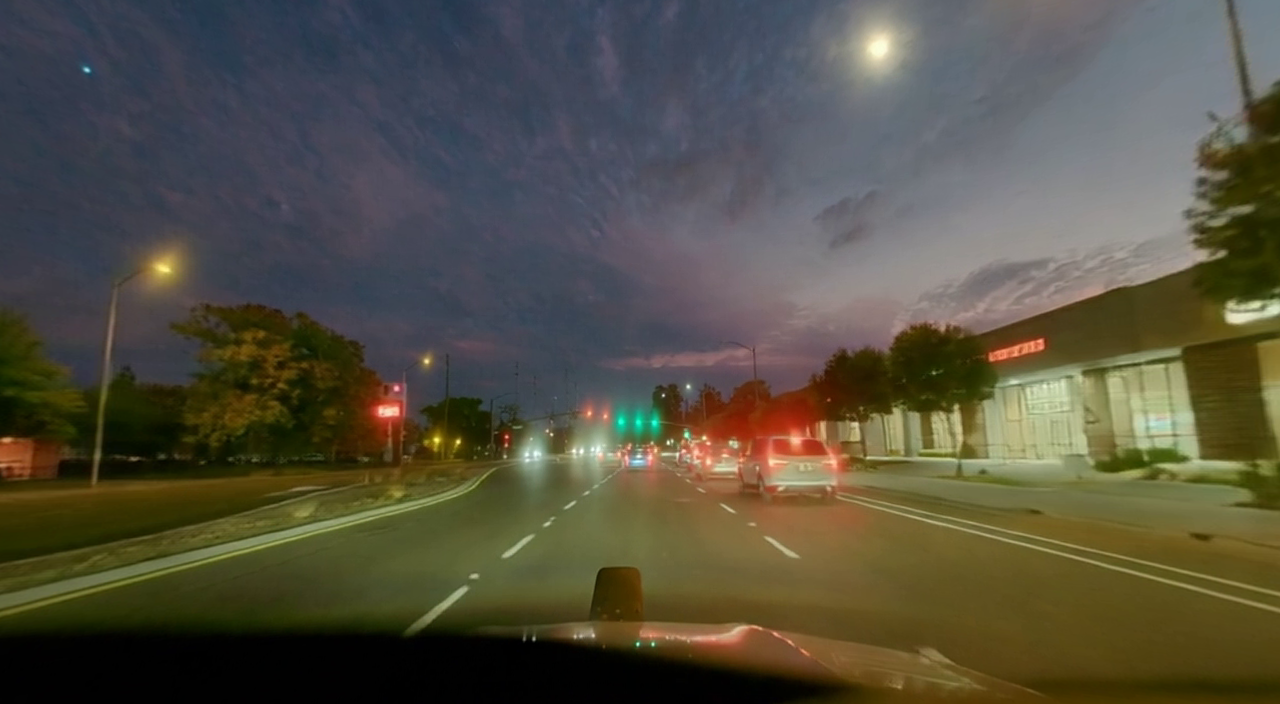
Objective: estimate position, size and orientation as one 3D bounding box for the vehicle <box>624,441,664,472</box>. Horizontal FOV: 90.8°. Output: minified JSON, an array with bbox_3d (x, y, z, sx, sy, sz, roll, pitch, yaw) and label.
[{"bbox_3d":[0.161,5.667,34.356,2.023,1.532,3.891,0,-9,-1],"label":"vehicle"}]

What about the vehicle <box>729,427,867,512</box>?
[{"bbox_3d":[3.466,2.665,14.761,2.085,1.668,4.077,0,-9,-1],"label":"vehicle"}]

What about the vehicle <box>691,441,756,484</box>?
[{"bbox_3d":[3.116,4.241,24.548,1.864,1.484,4.662,0,-9,0],"label":"vehicle"}]
